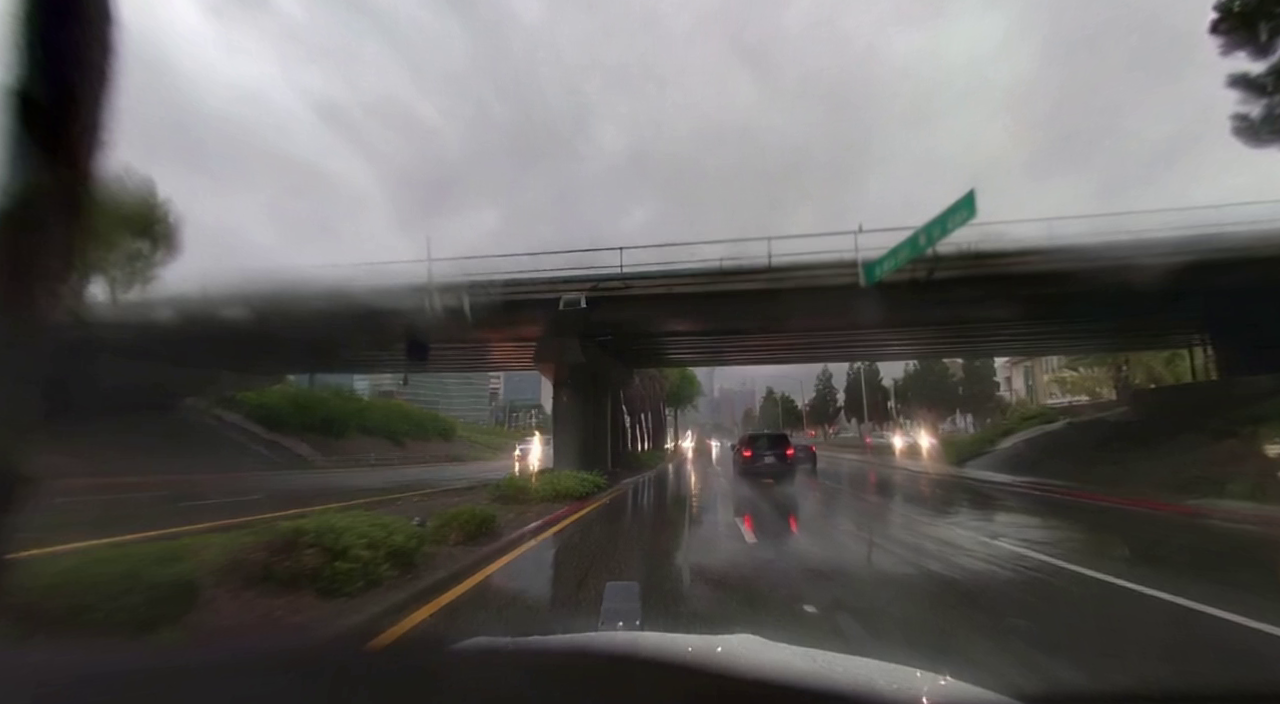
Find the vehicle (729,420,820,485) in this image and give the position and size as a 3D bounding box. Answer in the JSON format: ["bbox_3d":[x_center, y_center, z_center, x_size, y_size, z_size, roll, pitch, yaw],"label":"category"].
[{"bbox_3d":[4.628,3.597,22.762,2.559,2.017,5.562,-1,-9,5],"label":"vehicle"}]
